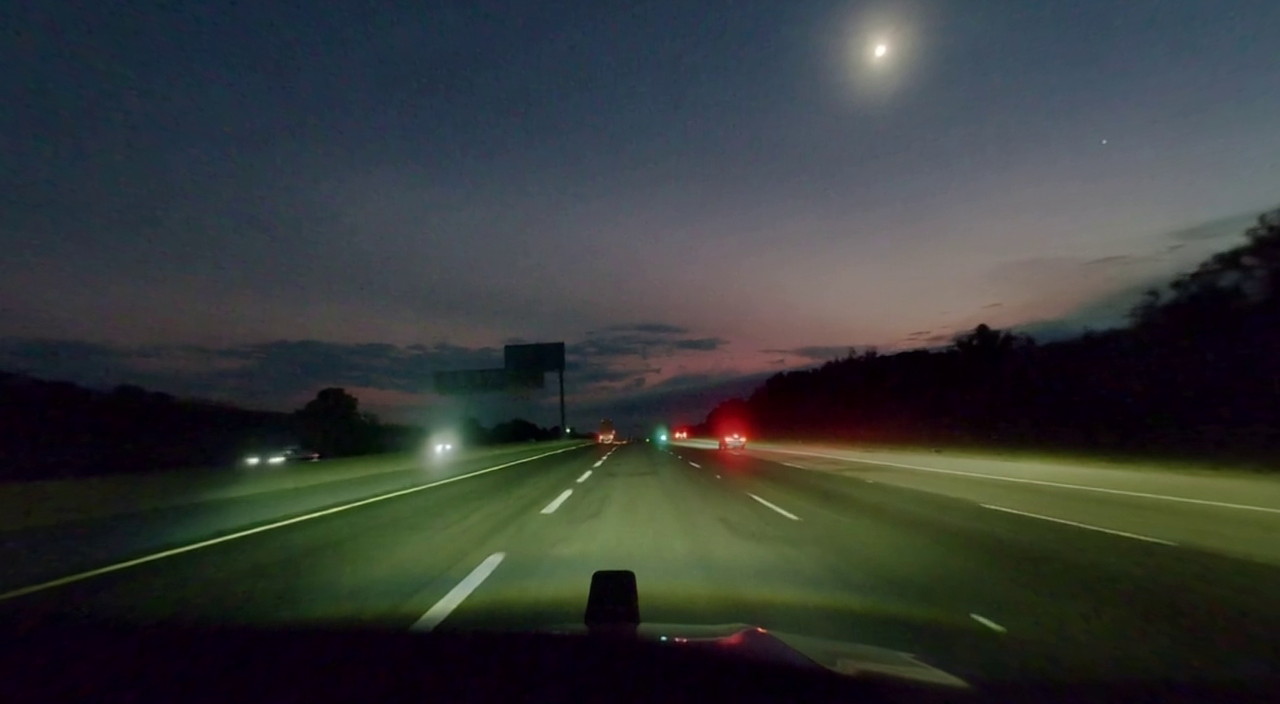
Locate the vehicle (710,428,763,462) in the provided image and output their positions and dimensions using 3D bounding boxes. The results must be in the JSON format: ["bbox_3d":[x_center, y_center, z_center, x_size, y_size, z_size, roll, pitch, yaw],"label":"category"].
[{"bbox_3d":[4.517,4.390,29.949,1.802,1.492,3.804,0,-8,-2],"label":"vehicle"}]

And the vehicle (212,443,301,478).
[{"bbox_3d":[-17.622,4.971,29.112,1.741,1.450,3.810,0,-8,-1],"label":"vehicle"}]
